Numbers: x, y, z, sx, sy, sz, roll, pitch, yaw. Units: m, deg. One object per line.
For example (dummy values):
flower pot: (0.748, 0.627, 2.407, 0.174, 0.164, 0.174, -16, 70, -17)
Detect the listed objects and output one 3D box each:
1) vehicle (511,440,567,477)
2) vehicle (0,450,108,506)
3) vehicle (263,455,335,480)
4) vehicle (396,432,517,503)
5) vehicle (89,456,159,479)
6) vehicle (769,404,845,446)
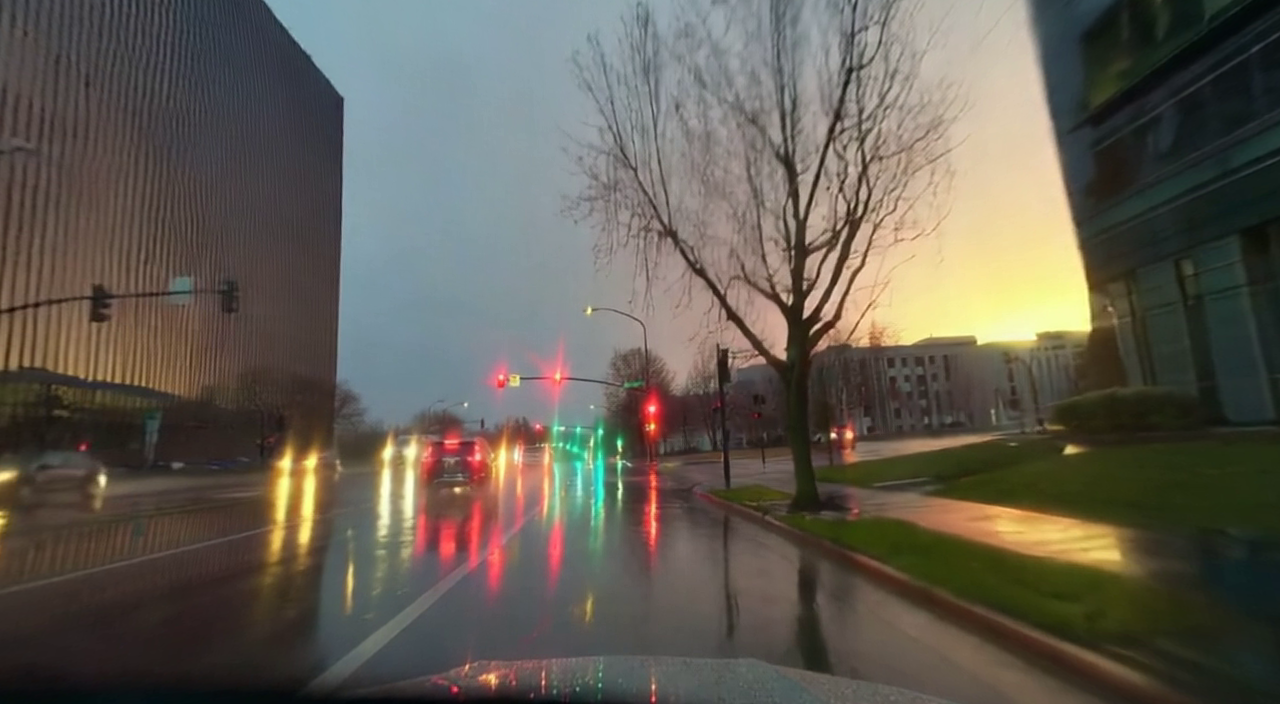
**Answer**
vehicle: (-5.529, 5.941, 35.316, 2.384, 1.849, 5.009, 0, -9, -1)
vehicle: (-21.091, 4.218, 21.453, 2.145, 1.698, 4.499, 1, -9, -3)
vehicle: (-23.876, 8.070, 44.312, 2.103, 1.590, 4.613, -1, -9, 6)
vehicle: (-5.039, 3.254, 18.063, 2.169, 1.741, 4.588, 1, -9, -2)
vehicle: (-40.899, 9.153, 49.943, 4.004, 1.503, 1.782, -2, -8, -2)
vehicle: (12.906, 5.779, 49.030, 4.005, 2.827, 4.538, 4, -11, -14)
